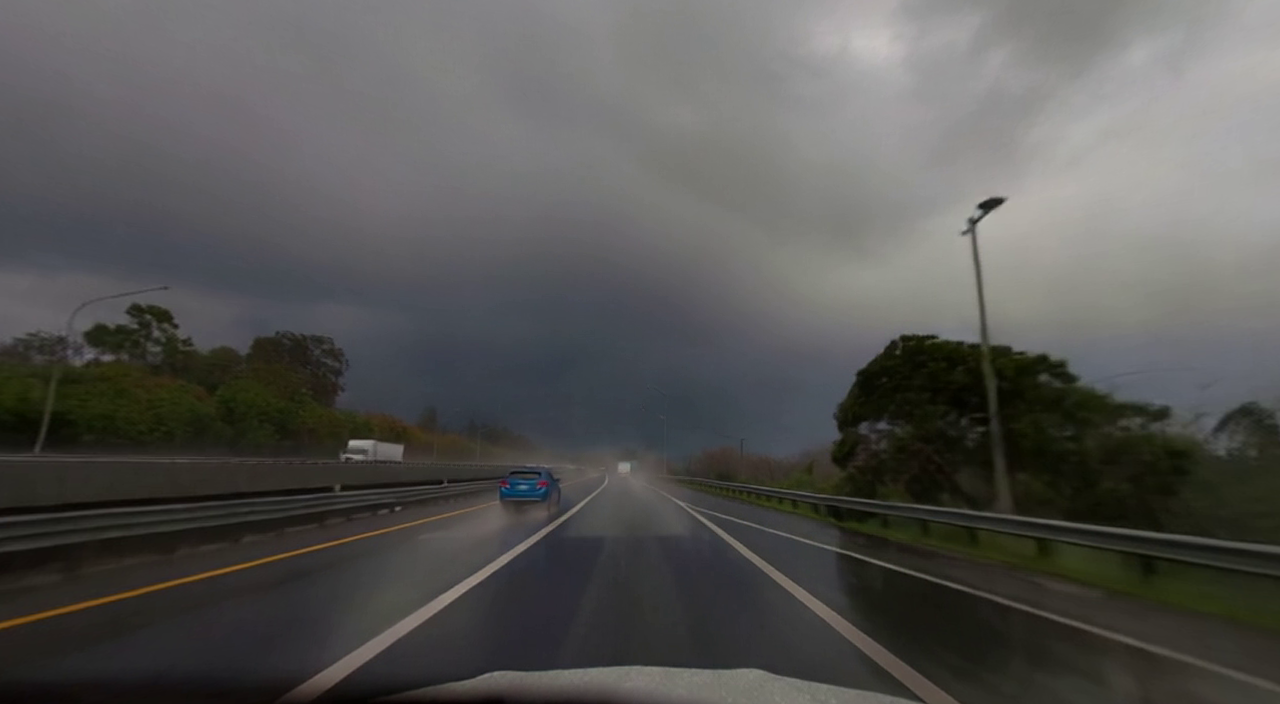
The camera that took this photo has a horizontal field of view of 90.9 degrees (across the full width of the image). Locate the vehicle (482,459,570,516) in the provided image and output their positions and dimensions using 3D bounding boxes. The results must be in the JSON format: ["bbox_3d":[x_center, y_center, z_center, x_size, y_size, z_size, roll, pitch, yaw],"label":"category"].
[{"bbox_3d":[-3.485,4.267,20.128,1.967,1.556,4.364,1,-10,0],"label":"vehicle"}]
